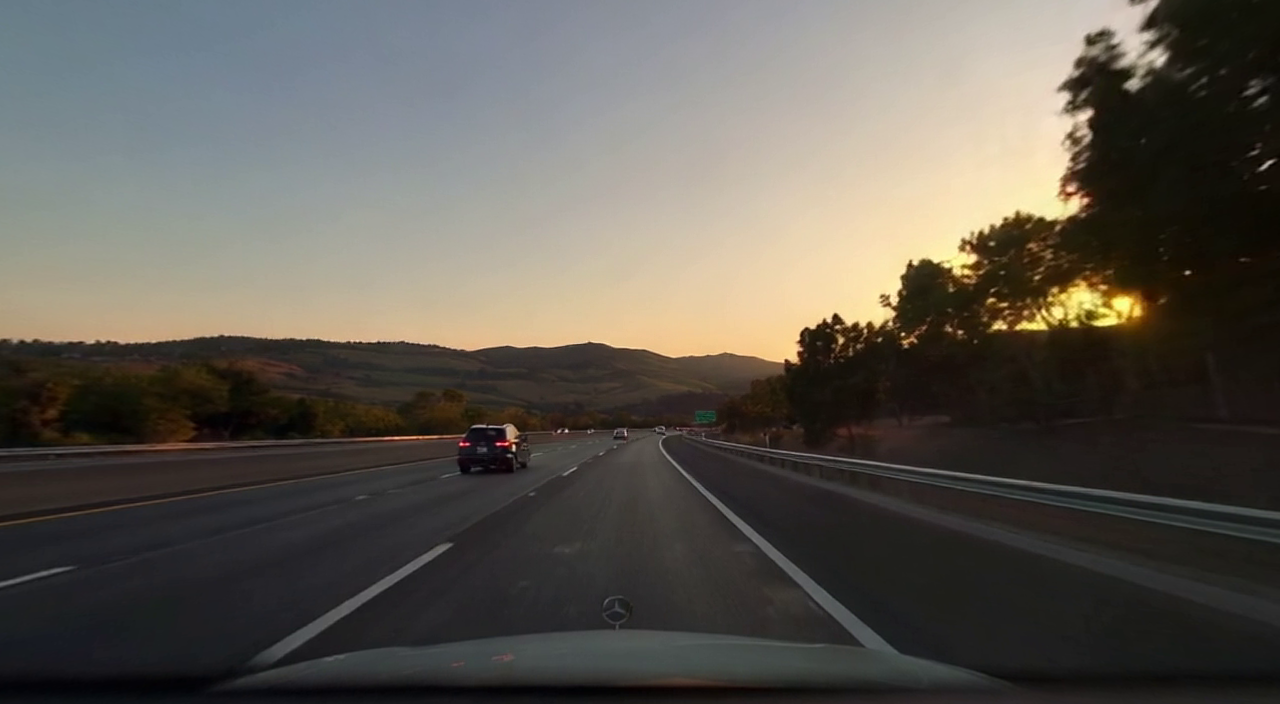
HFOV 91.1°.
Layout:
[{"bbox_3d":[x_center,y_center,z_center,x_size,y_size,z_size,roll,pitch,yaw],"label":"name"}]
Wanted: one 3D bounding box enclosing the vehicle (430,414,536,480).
[{"bbox_3d":[-4.458,2.772,18.640,1.980,1.721,4.419,0,-8,0],"label":"vehicle"}]
